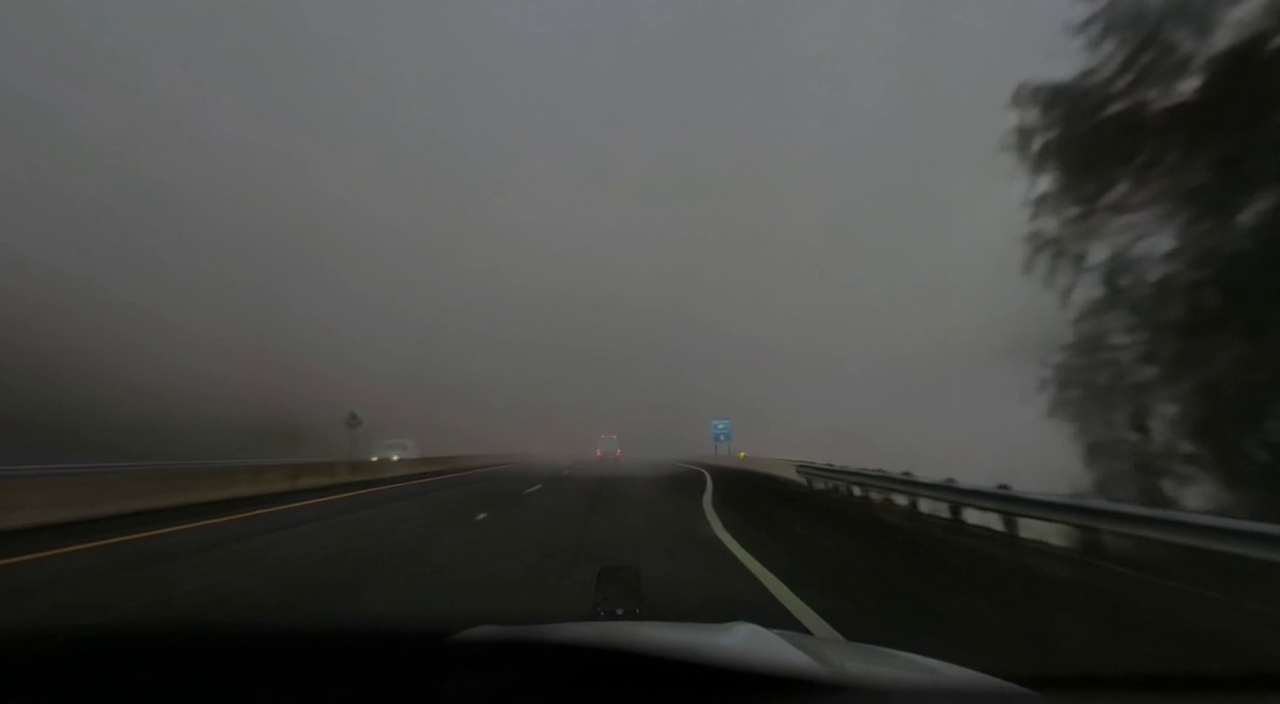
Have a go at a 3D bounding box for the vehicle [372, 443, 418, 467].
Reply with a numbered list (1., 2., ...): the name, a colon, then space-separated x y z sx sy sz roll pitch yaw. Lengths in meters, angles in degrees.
1. vehicle: -19.361 8.128 49.855 1.982 1.775 4.245 0 -9 -2
